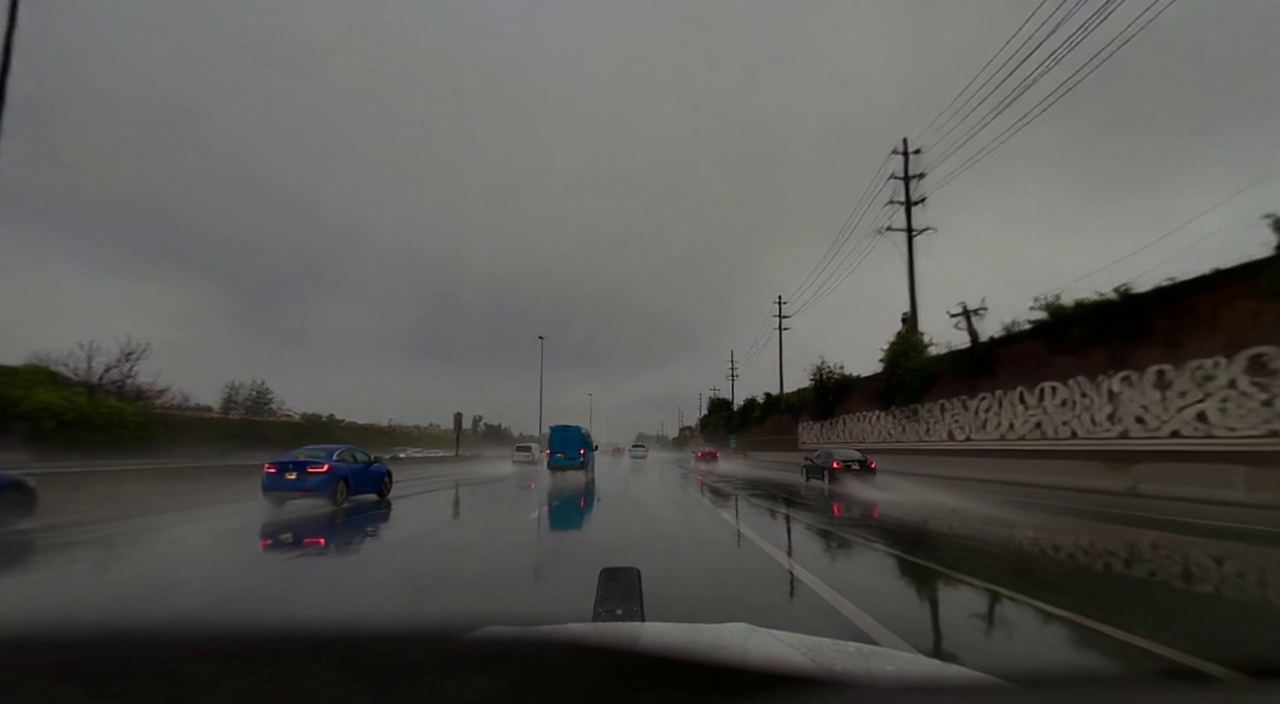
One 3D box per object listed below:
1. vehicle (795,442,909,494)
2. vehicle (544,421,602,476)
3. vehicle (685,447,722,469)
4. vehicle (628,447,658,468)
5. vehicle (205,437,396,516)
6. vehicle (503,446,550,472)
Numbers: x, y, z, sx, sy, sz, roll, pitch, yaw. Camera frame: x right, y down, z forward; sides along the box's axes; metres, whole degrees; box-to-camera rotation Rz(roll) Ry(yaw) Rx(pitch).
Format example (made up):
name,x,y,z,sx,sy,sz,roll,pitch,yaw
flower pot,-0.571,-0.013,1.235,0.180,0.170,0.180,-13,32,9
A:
name,x,y,z,sx,sy,sz,roll,pitch,yaw
vehicle,6.702,3.694,20.466,2.052,1.470,4.364,0,-9,-2
vehicle,-3.441,5.157,33.749,2.395,2.660,5.827,0,-9,1
vehicle,4.607,7.720,46.151,2.095,1.504,4.536,0,-9,-1
vehicle,0.158,7.728,46.305,2.084,1.492,4.137,0,-9,-1
vehicle,-7.565,2.801,14.673,1.967,1.525,4.458,0,-9,0
vehicle,-6.868,6.526,38.534,1.944,1.490,4.442,0,-9,1
